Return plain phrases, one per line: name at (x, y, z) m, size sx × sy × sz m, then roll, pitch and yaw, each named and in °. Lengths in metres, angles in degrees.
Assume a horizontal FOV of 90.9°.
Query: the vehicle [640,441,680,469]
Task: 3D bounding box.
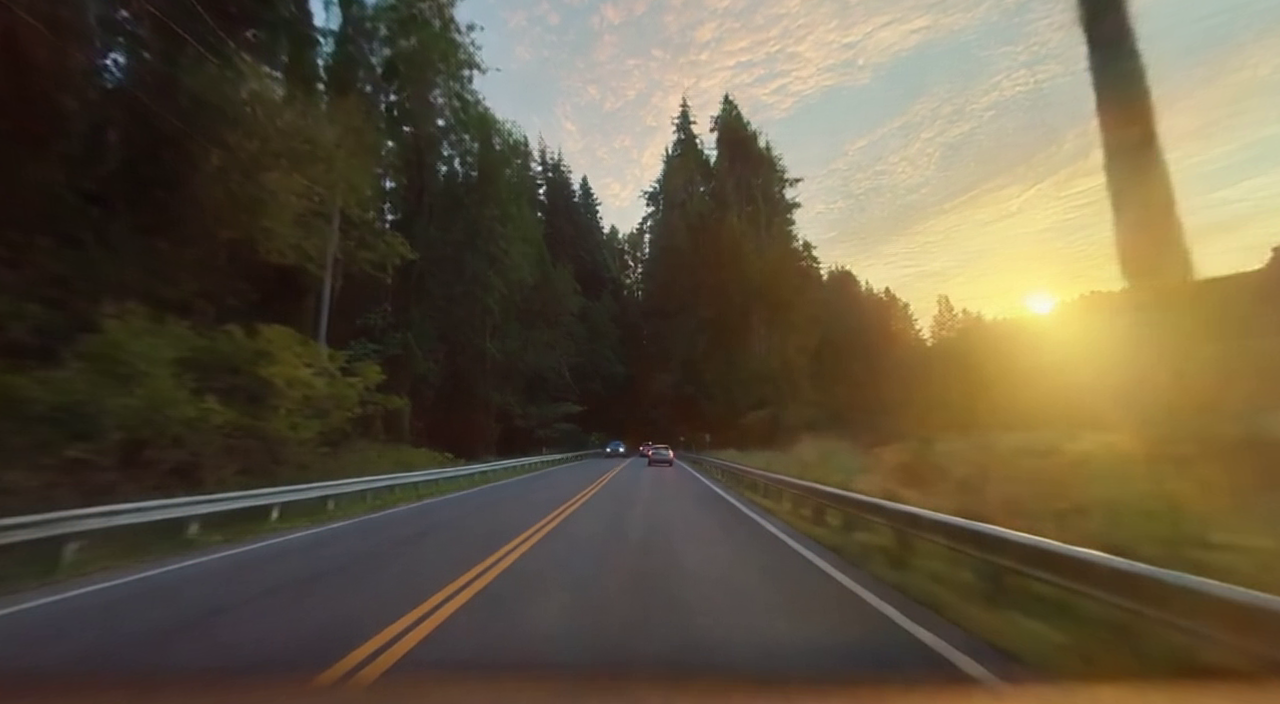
vehicle at (1.088, 5.881, 36.159) m, size 2.120 × 1.491 × 4.349 m, roll 0°, pitch -8°, yaw 0°
